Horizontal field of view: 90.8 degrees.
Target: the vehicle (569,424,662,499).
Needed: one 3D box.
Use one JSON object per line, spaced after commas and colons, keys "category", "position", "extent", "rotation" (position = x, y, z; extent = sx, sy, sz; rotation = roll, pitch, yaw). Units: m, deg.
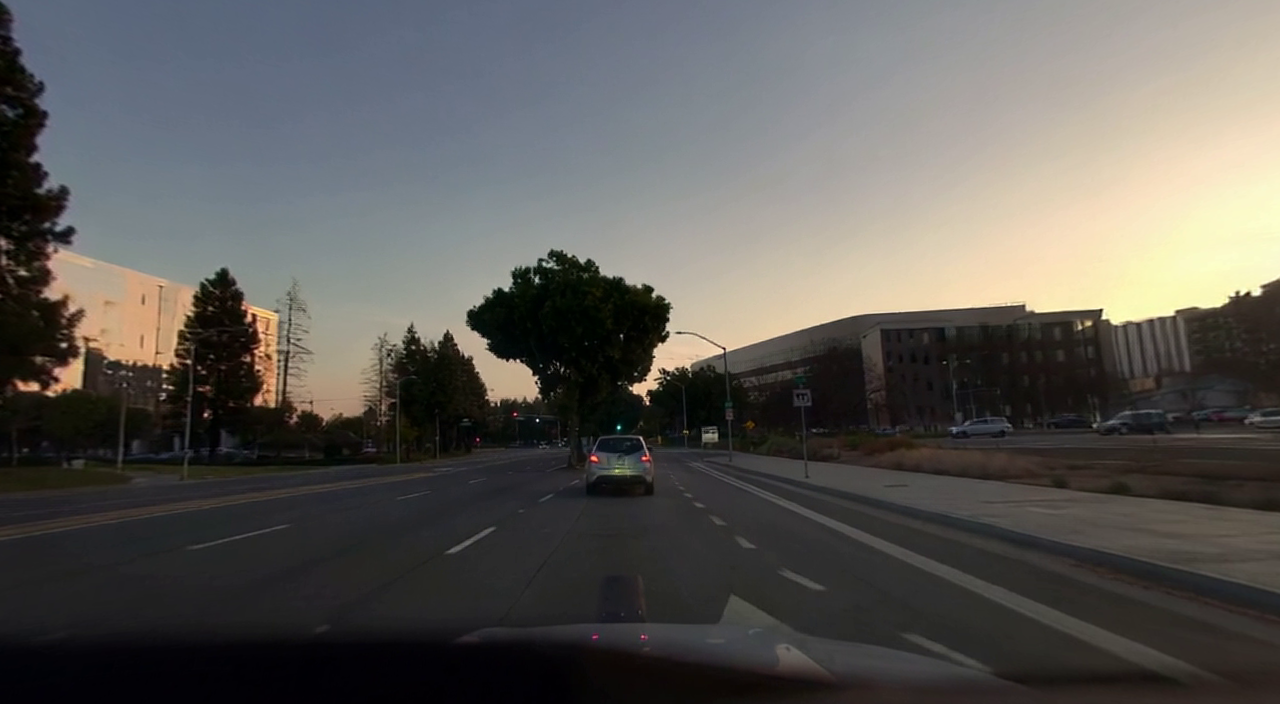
{"category": "vehicle", "position": [-0.553, 2.816, 16.630], "extent": [2.130, 1.711, 4.038], "rotation": [0, -8, 0]}
